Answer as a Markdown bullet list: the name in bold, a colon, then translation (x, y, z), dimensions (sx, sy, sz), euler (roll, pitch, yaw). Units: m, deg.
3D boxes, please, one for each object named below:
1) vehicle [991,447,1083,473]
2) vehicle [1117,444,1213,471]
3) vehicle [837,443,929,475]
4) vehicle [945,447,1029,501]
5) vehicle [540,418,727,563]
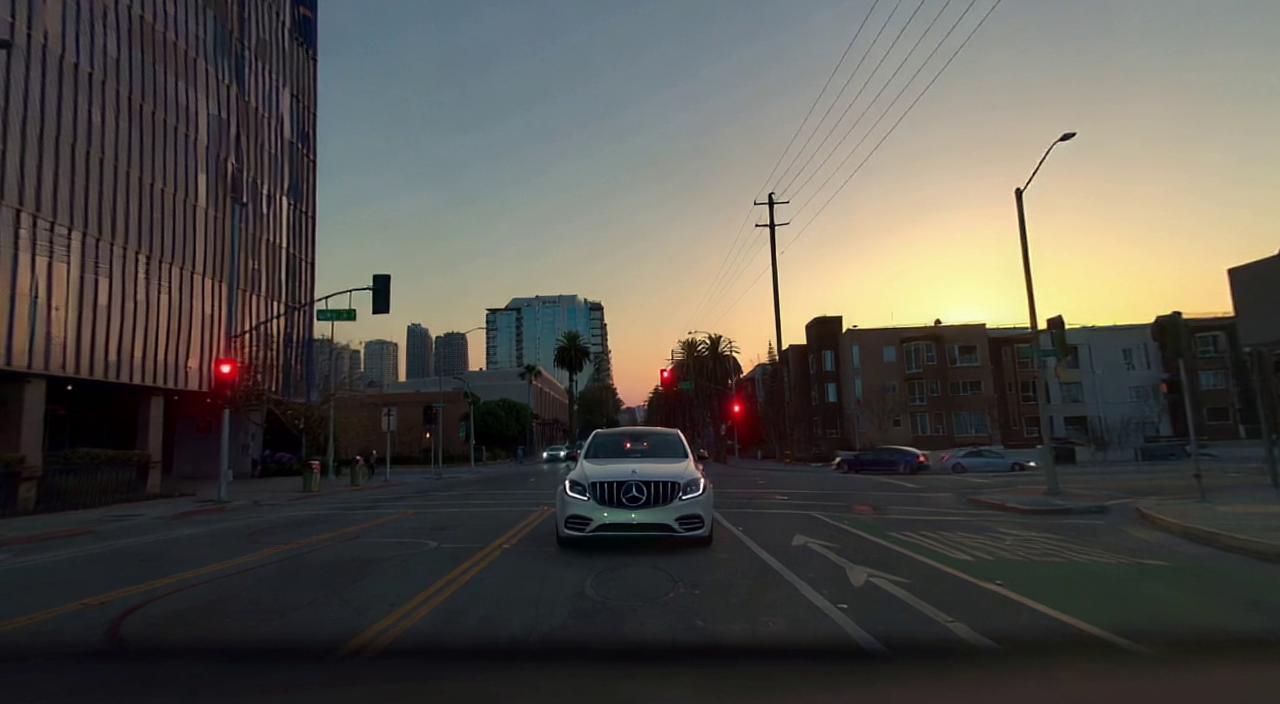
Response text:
- **vehicle**: translation (24.251, 6.604, 38.696), dimensions (4.417, 1.462, 1.761), euler (0, -8, -1)
- **vehicle**: translation (32.163, 6.459, 38.769), dimensions (4.234, 1.613, 1.812), euler (0, -8, -1)
- **vehicle**: translation (13.587, 6.022, 35.535), dimensions (4.494, 1.704, 1.976), euler (-2, -9, 12)
- **vehicle**: translation (11.916, 4.068, 21.575), dimensions (2.004, 1.593, 4.118), euler (-6, -10, 34)
- **vehicle**: translation (-0.081, 1.875, 9.235), dimensions (2.144, 1.643, 3.770), euler (0, -8, 0)
